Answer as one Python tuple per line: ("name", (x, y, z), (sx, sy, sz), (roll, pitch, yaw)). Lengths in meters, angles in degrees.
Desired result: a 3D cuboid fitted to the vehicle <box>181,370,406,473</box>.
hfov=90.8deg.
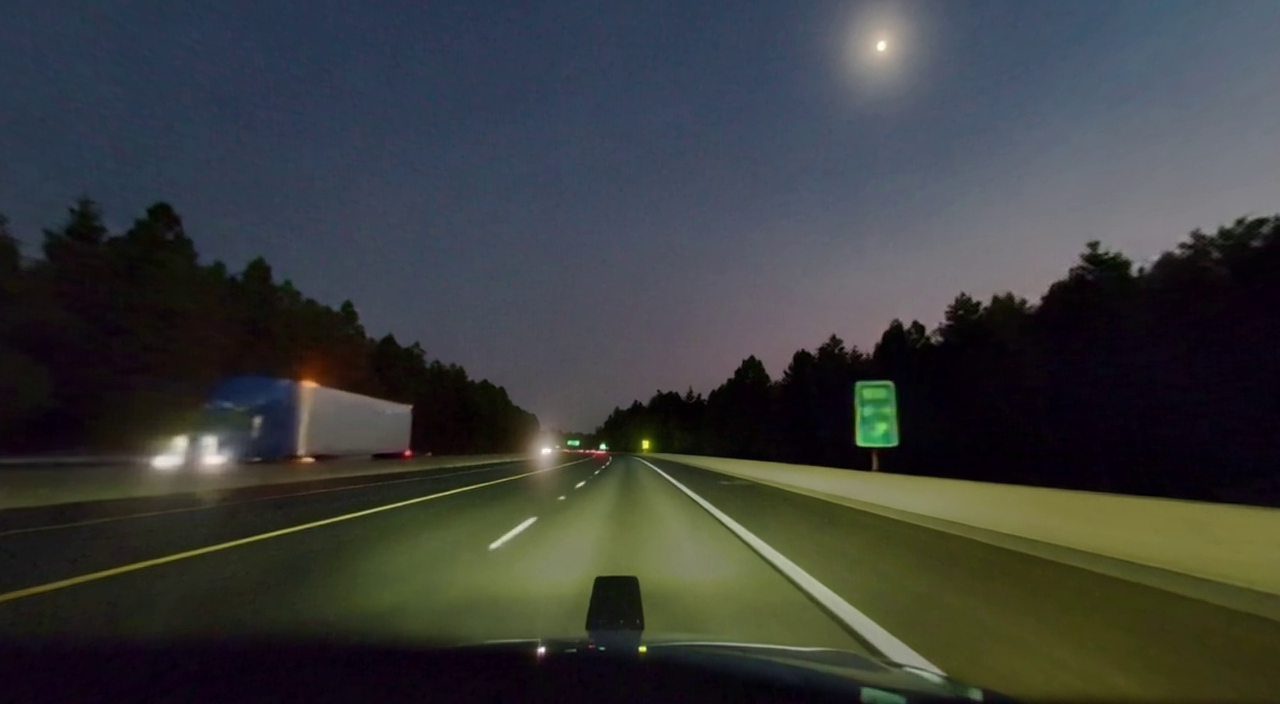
("vehicle", (-16.908, 4.088, 33.621), (2.908, 4.077, 17.001), (0, -9, -2))
